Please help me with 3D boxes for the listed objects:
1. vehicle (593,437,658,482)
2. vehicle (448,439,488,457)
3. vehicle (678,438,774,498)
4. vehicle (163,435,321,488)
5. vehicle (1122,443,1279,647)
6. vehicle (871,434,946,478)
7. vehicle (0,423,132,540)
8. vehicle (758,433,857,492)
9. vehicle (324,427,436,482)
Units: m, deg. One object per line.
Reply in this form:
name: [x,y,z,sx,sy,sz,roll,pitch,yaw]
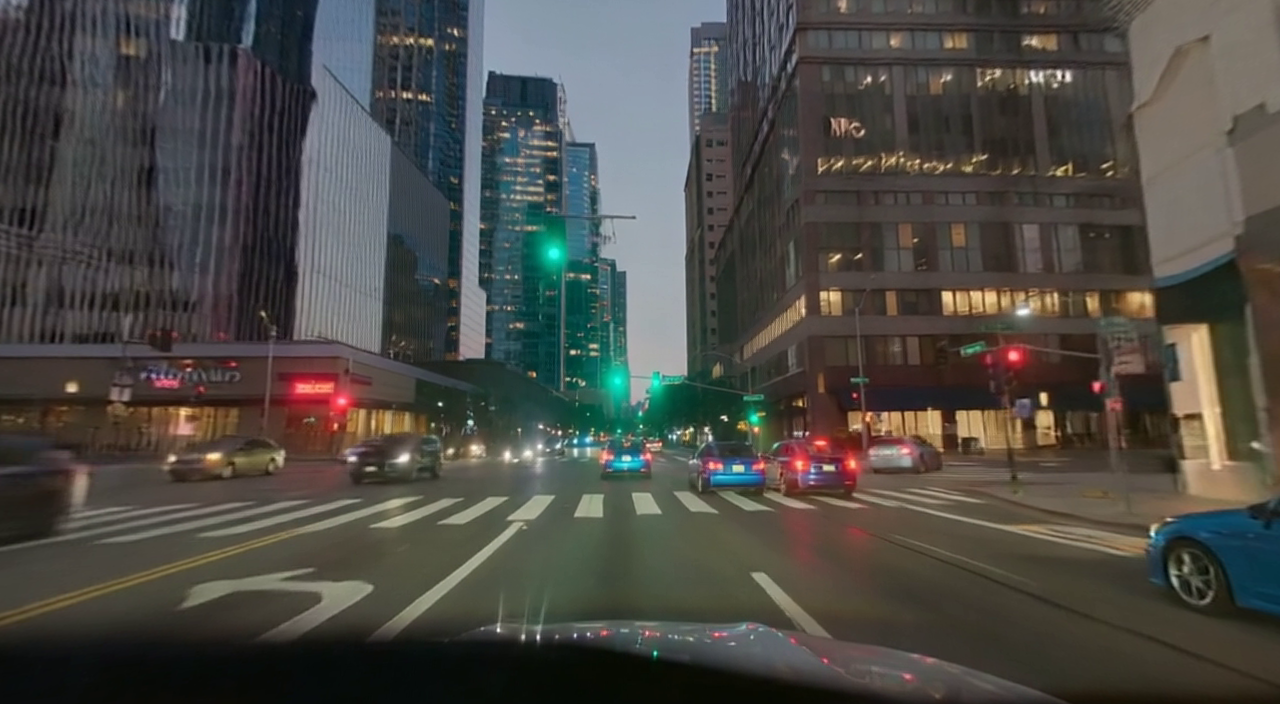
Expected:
vehicle: [-0.511,3.794,22.570,2.096,1.457,4.160,0,-8,-1]
vehicle: [-13.193,7.372,48.715,1.939,1.326,4.340,0,-8,0]
vehicle: [2.271,3.219,18.024,1.987,1.484,4.427,0,-8,-2]
vehicle: [-12.774,3.523,20.785,1.983,1.513,5.030,0,-8,-1]
vehicle: [5.674,1.283,3.737,1.914,1.484,4.639,0,-8,-1]
vehicle: [12.089,4.599,28.251,2.008,1.794,4.640,-6,-10,35]
vehicle: [-10.020,1.865,9.156,1.879,1.637,4.100,0,-8,0]
vehicle: [5.488,3.673,21.410,2.015,1.745,4.444,0,-8,-2]
vehicle: [-9.480,3.798,23.593,2.142,1.817,4.823,0,-8,0]
